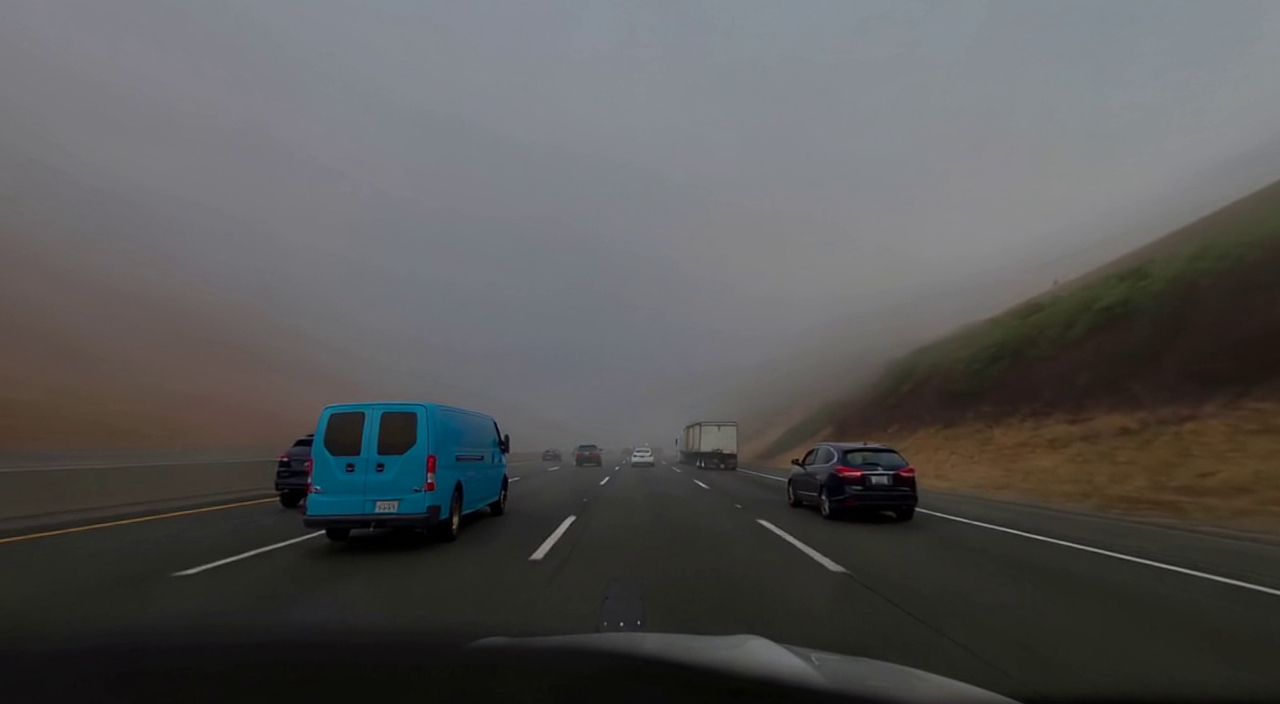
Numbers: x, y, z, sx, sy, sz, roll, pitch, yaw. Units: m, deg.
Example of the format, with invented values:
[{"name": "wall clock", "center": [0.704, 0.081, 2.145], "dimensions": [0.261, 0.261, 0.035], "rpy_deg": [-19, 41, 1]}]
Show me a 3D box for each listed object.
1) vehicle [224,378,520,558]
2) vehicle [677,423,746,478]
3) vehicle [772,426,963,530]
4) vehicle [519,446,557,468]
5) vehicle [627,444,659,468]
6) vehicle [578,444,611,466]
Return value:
[{"name": "vehicle", "center": [-3.857, 1.867, 10.723], "dimensions": [2.421, 2.203, 5.775], "rpy_deg": [0, -9, 1]}, {"name": "vehicle", "center": [3.765, 5.489, 35.271], "dimensions": [2.877, 2.730, 7.831], "rpy_deg": [0, -9, 0]}, {"name": "vehicle", "center": [4.003, 2.291, 11.968], "dimensions": [2.051, 1.598, 4.145], "rpy_deg": [0, -9, 0]}, {"name": "vehicle", "center": [-7.333, 7.594, 45.578], "dimensions": [2.021, 1.500, 4.512], "rpy_deg": [0, -9, 0]}, {"name": "vehicle", "center": [0.170, 6.899, 41.834], "dimensions": [2.014, 1.543, 3.804], "rpy_deg": [0, -9, 0]}, {"name": "vehicle", "center": [-3.307, 7.641, 46.834], "dimensions": [2.138, 1.581, 4.340], "rpy_deg": [0, -9, 0]}]
